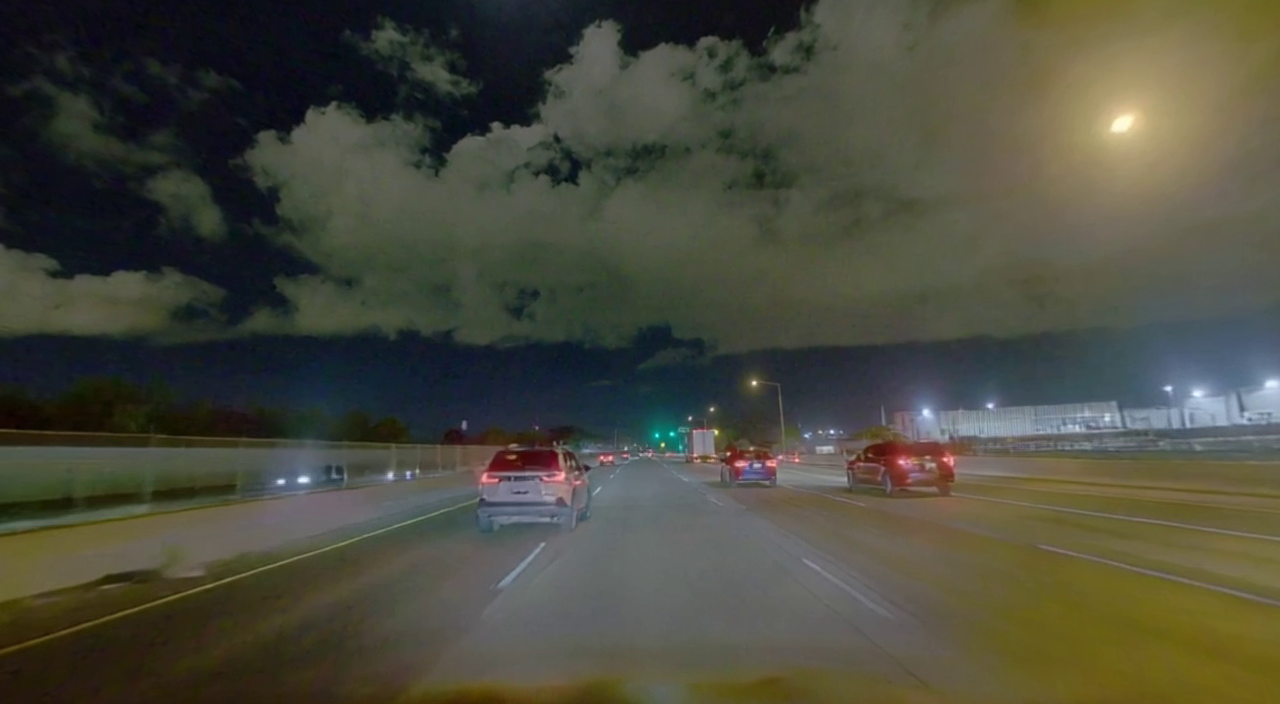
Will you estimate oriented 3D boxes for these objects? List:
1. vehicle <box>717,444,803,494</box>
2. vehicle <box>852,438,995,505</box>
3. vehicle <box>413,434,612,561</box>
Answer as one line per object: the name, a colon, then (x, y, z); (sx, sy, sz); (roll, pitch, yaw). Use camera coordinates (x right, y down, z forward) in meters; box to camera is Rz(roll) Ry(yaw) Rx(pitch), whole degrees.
vehicle: (3.829, 3.782, 20.902); (1.942, 1.453, 4.329); (0, -8, -1)
vehicle: (7.281, 3.080, 16.707); (1.860, 1.520, 3.961); (0, -8, -1)
vehicle: (-1.704, 2.174, 10.349); (2.067, 1.555, 4.851); (-1, -8, 2)
